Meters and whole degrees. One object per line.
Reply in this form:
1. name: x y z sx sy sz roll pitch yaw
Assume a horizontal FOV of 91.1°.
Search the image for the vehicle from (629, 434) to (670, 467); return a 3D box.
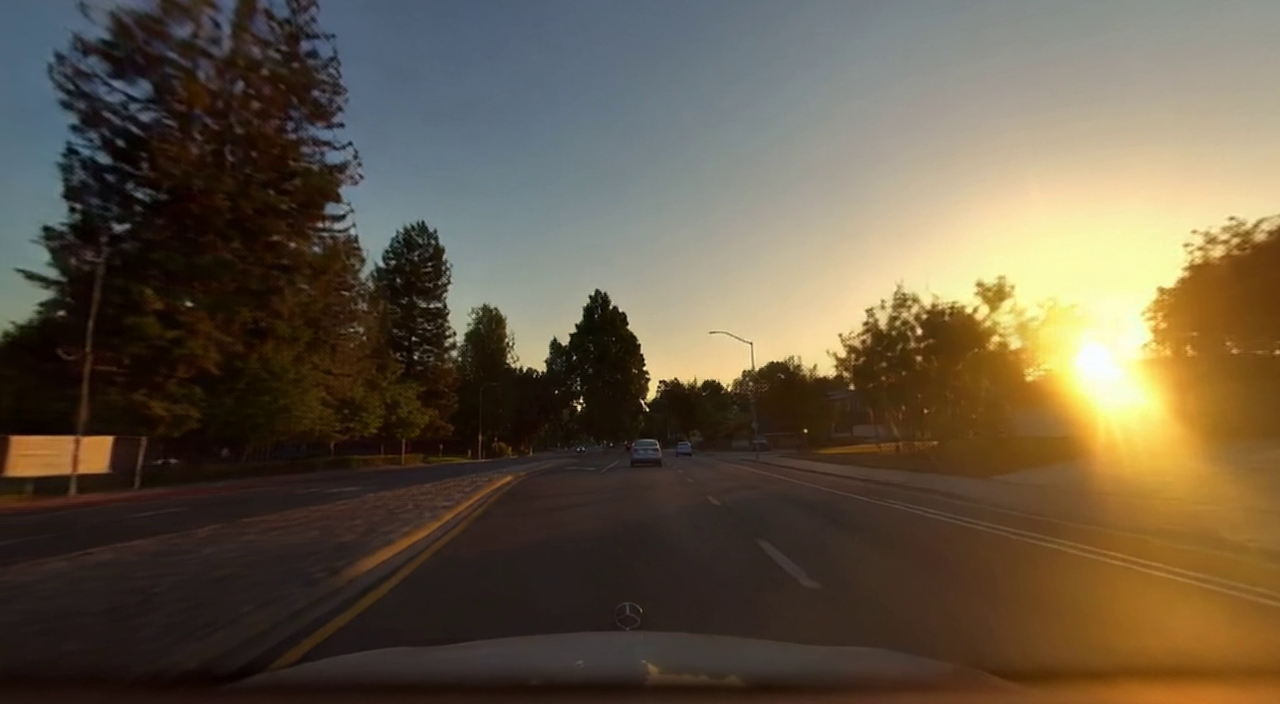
1. vehicle: 0.494 5.741 36.762 2.165 1.783 4.391 0 -8 -2
